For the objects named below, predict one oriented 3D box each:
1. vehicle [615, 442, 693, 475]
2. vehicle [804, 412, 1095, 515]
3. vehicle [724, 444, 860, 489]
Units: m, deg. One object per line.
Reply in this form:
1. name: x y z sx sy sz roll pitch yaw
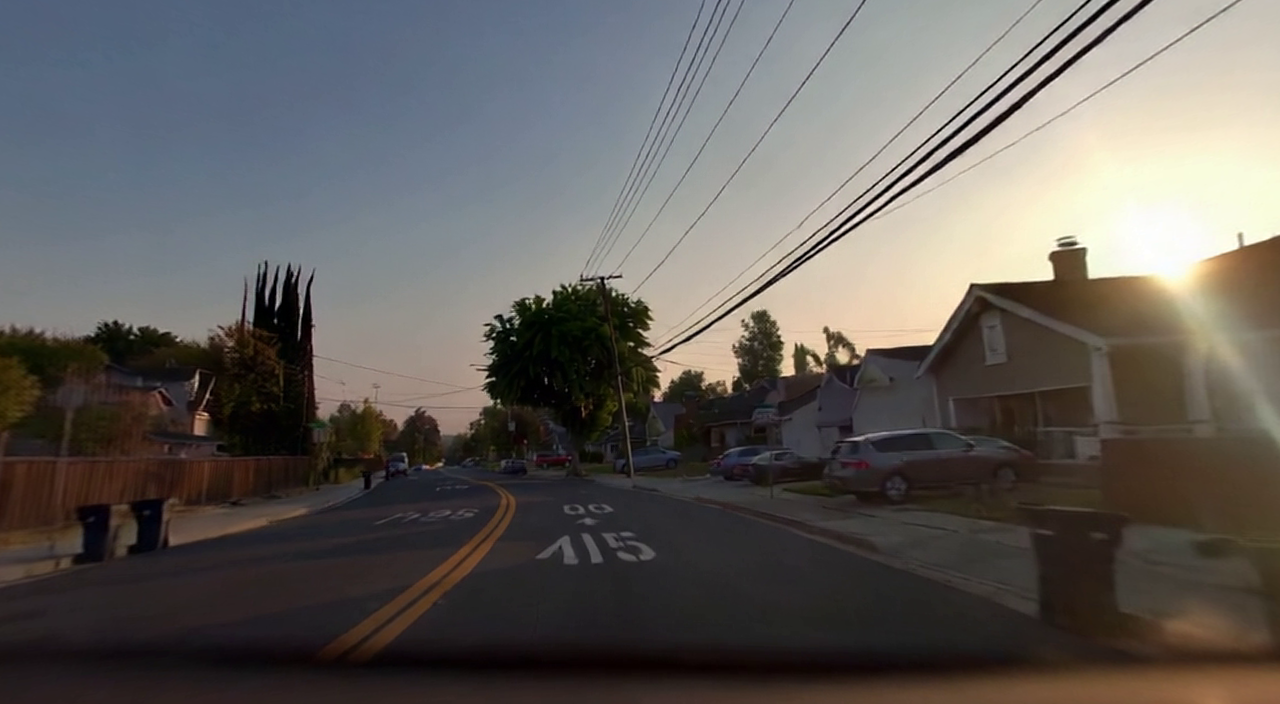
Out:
1. vehicle: 0.869 6.535 39.023 4.337 1.768 1.962 0 -8 -19
2. vehicle: 6.616 2.442 13.909 5.229 1.790 2.153 -2 -11 -7
3. vehicle: 5.506 4.135 23.154 4.382 1.531 1.925 2 -8 -11
